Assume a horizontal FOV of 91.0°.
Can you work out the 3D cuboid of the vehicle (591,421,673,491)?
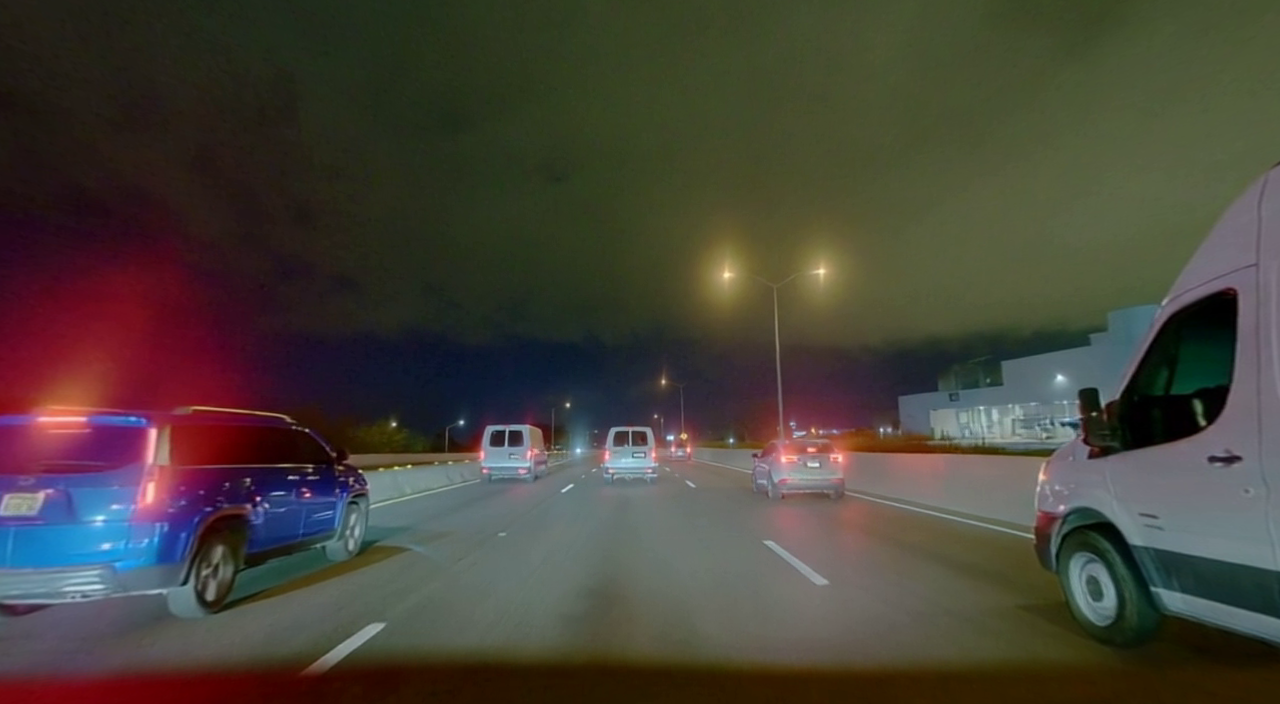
[{"bbox_3d":[-0.275,3.211,19.859,2.304,1.925,4.282,0,-8,-1],"label":"vehicle"}]

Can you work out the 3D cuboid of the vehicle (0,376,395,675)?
[{"bbox_3d":[-4.110,1.302,5.837,1.972,1.703,4.333,0,-8,-1],"label":"vehicle"}]

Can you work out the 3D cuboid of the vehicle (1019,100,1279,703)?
[{"bbox_3d":[3.956,0.083,1.454,2.427,2.652,5.769,0,-8,-1],"label":"vehicle"}]

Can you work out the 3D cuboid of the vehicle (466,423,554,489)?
[{"bbox_3d":[-4.169,3.400,20.953,2.038,1.936,4.300,-1,-8,0],"label":"vehicle"}]
